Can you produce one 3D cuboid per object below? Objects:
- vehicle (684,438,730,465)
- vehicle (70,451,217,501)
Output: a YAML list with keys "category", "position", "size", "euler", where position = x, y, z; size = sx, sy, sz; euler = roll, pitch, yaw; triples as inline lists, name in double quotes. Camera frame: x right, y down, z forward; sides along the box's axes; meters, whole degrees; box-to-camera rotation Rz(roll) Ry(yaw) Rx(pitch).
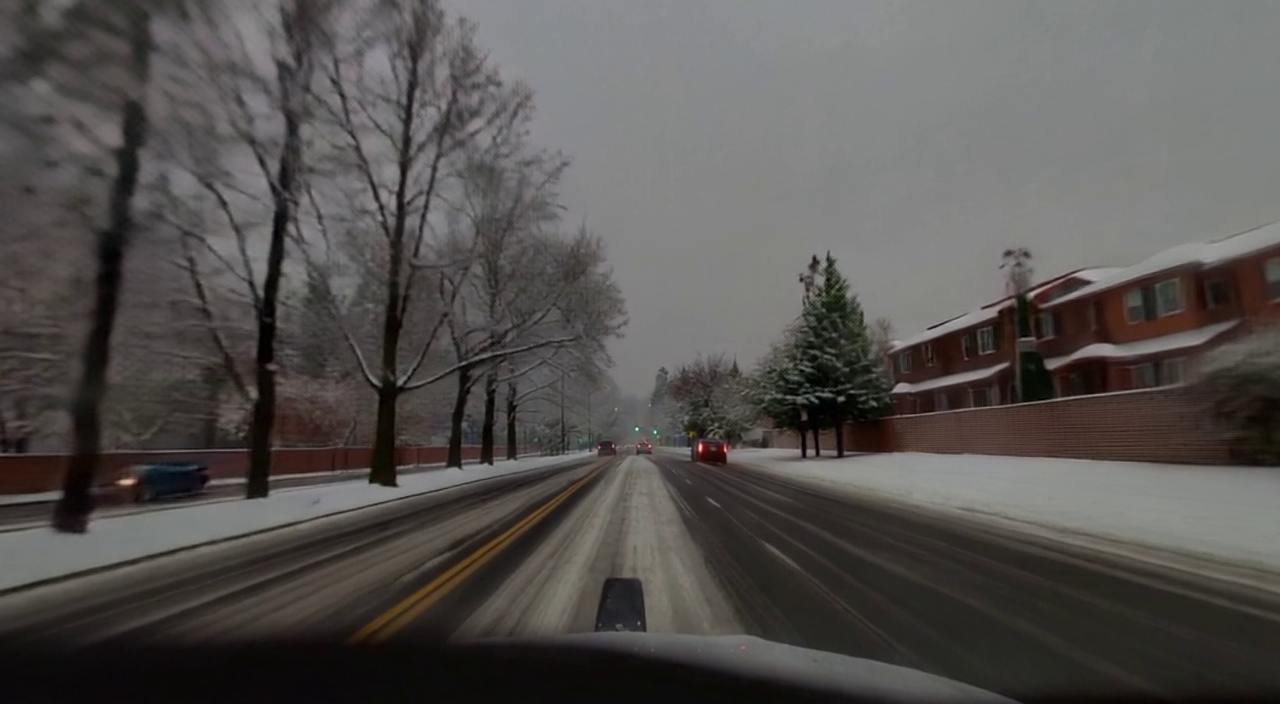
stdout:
- category: "vehicle"
  position: [3.999, 6.071, 38.653]
  size: [2.237, 1.578, 4.621]
  euler: [0, -8, -1]
- category: "vehicle"
  position: [-21.271, 5.285, 27.391]
  size: [2.238, 1.778, 5.115]
  euler: [-3, -8, 1]
